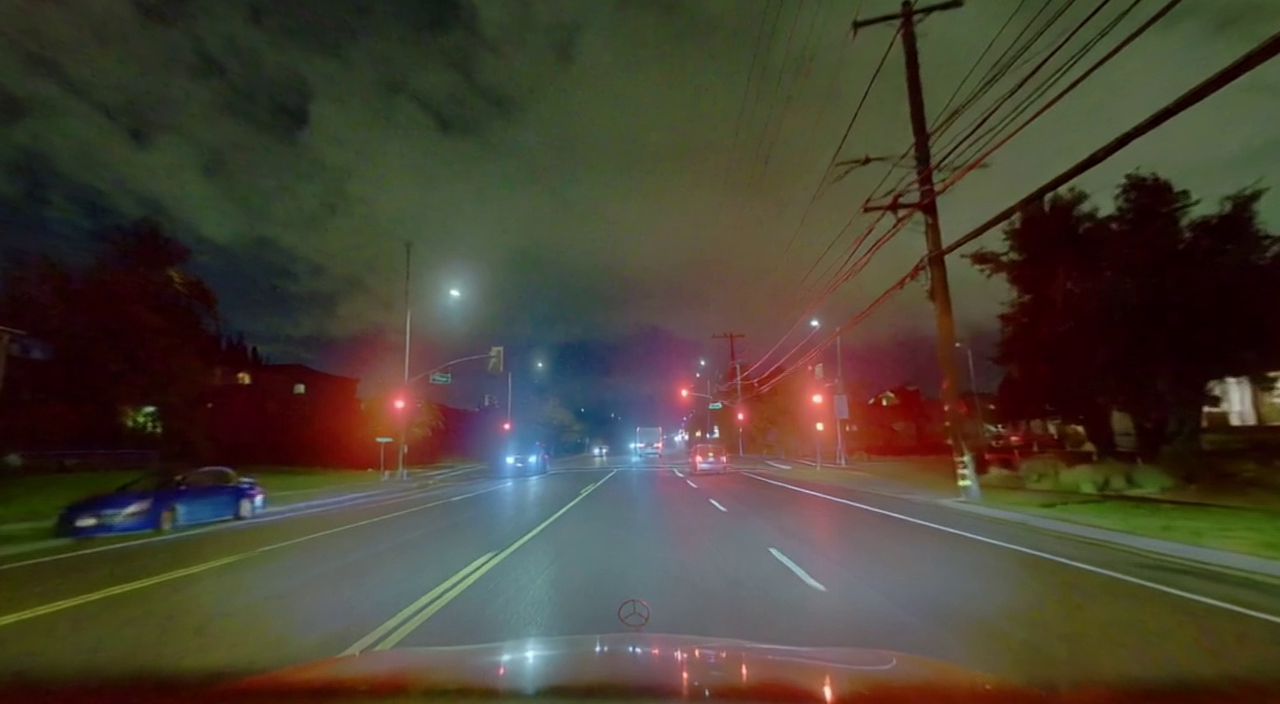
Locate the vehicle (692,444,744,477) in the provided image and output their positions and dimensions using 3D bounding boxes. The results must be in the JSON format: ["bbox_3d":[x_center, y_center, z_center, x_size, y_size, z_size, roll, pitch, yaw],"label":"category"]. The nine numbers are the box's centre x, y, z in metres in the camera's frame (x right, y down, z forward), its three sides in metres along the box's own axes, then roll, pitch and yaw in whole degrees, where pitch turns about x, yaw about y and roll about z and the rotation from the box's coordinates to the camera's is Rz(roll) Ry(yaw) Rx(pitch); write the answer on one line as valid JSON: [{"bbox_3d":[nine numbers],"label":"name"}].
[{"bbox_3d":[3.756,5.301,31.074,1.951,1.479,4.487,0,-8,-1],"label":"vehicle"}]

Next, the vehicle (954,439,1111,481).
[{"bbox_3d":[14.812,4.064,23.937,4.838,1.474,1.873,1,-8,-6],"label":"vehicle"}]

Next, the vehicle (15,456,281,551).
[{"bbox_3d":[-10.158,3.099,13.656,2.032,1.452,4.656,-2,-7,0],"label":"vehicle"}]

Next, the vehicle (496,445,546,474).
[{"bbox_3d":[-7.210,6.567,38.679,2.126,1.645,4.493,0,-8,1],"label":"vehicle"}]
